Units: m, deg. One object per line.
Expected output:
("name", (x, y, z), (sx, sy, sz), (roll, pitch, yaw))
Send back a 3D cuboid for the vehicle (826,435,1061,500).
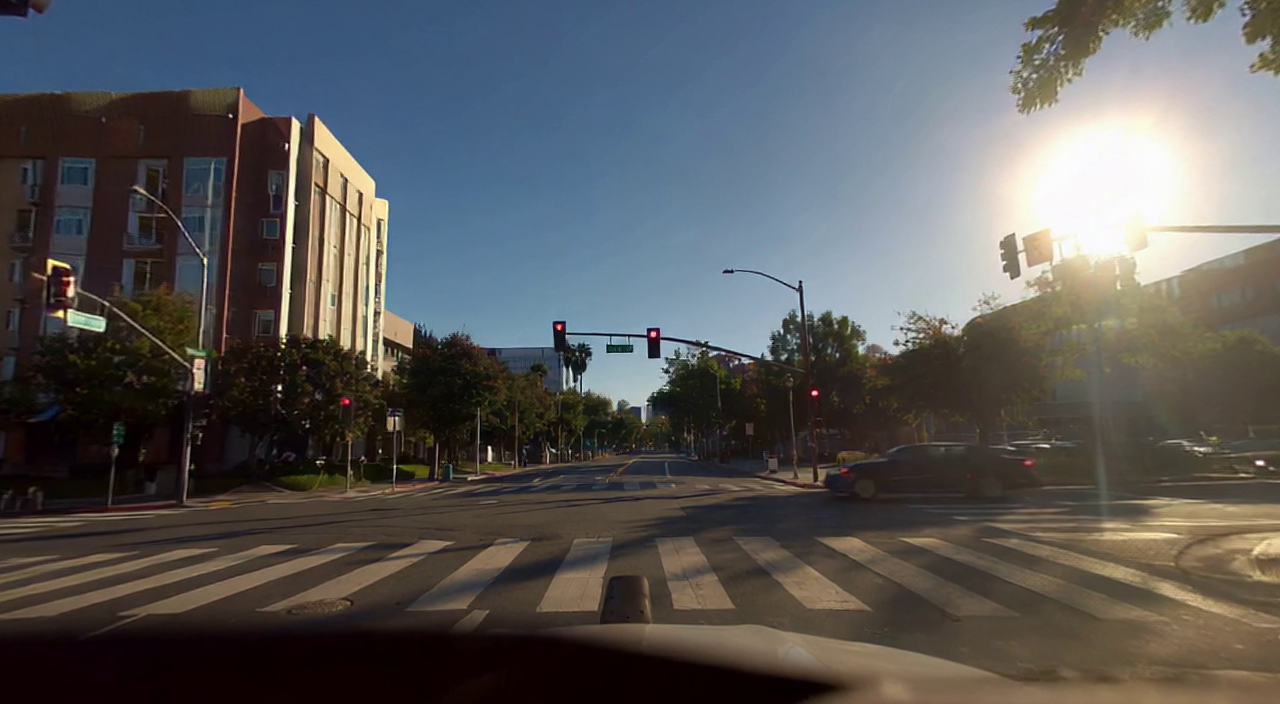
("vehicle", (7.381, 2.849, 15.756), (4.847, 1.484, 1.926), (0, -8, 0))
